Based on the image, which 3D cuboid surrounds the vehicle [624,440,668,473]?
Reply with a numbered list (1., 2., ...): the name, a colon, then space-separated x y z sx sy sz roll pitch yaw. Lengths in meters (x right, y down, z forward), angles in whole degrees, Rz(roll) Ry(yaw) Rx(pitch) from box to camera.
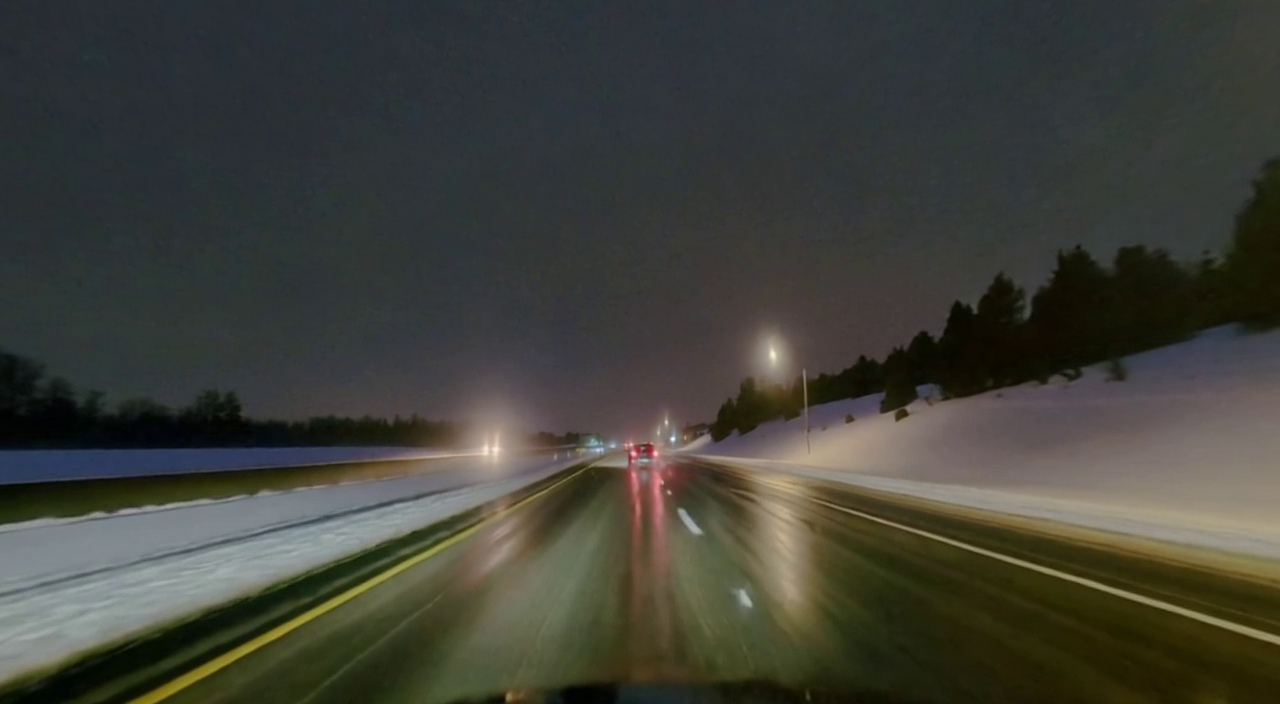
1. vehicle: 0.223 5.160 31.345 1.991 1.475 4.302 0 -8 -2
